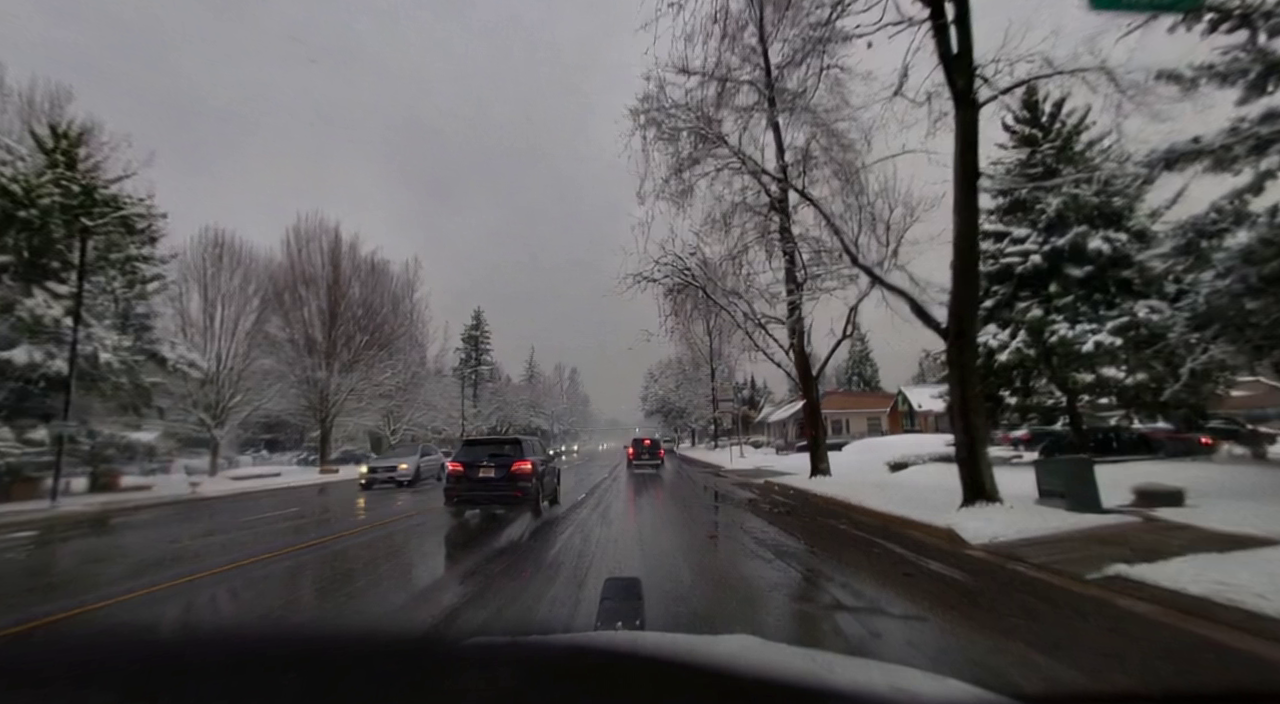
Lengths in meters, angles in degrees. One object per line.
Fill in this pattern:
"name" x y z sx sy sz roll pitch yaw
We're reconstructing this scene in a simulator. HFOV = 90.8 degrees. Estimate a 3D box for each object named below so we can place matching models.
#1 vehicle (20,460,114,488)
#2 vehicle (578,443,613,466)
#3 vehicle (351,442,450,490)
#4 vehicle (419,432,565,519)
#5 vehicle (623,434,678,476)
"vehicle" -31.191 6.648 34.447 3.451 1.425 1.616 0 -8 0
"vehicle" -2.877 6.785 41.846 2.001 1.431 4.389 0 -8 1
"vehicle" -9.551 4.543 25.679 2.190 1.744 4.612 0 -8 0
"vehicle" -3.058 2.657 14.106 2.167 1.634 4.220 0 -8 1
"vehicle" 0.462 4.797 29.583 2.376 1.801 4.317 0 -8 0
